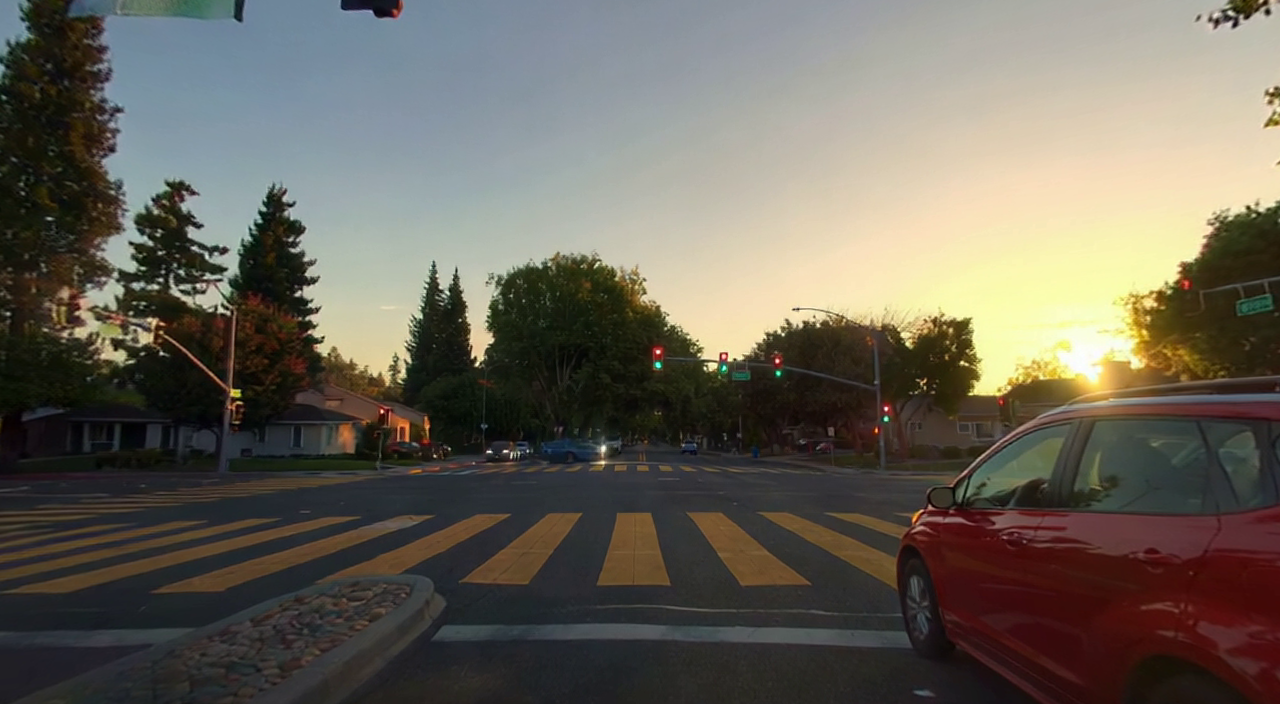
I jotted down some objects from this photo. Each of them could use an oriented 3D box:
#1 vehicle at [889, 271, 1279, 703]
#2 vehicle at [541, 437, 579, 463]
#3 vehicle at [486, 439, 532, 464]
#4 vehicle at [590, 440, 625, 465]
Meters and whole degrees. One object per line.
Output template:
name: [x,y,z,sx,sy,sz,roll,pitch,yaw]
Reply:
vehicle: [2.719,0.711,1.737,2.085,1.800,4.908,0,-8,0]
vehicle: [-5.536,6.890,44.378,2.091,1.707,4.157,0,-8,0]
vehicle: [-8.946,6.853,43.619,2.028,1.654,5.027,0,-8,1]
vehicle: [-2.143,6.394,40.212,2.046,1.491,4.118,1,-8,-5]
